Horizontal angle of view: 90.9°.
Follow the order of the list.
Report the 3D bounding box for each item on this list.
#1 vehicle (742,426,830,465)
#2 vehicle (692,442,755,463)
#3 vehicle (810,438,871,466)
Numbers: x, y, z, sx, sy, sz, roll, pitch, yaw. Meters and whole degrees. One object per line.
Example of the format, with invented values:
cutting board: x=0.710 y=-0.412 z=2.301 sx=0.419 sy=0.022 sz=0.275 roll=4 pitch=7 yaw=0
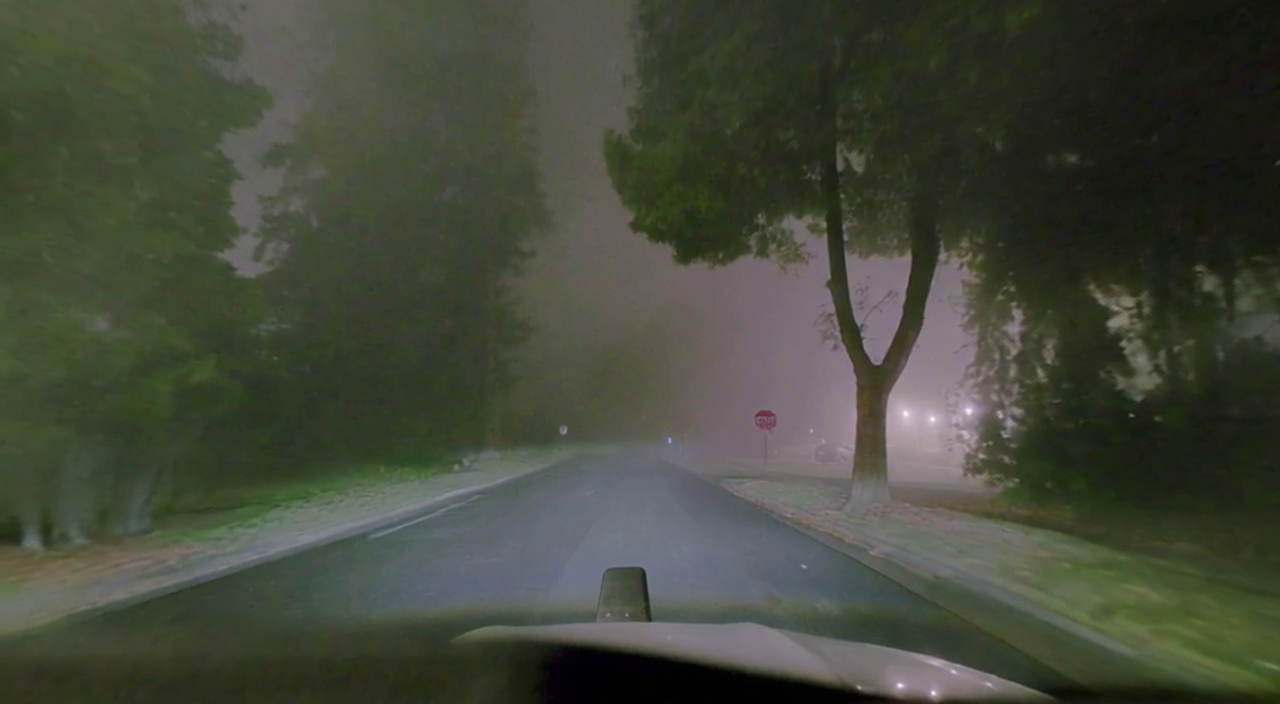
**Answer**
vehicle: x=9.798 y=6.268 z=42.560 sx=5.239 sy=1.933 sz=2.131 roll=-5 pitch=-3 yaw=-3
vehicle: x=5.928 y=7.216 z=45.223 sx=4.229 sy=1.402 sz=1.811 roll=0 pitch=-8 yaw=0
vehicle: x=11.656 y=5.745 z=36.396 sx=2.004 sy=1.511 sz=4.494 roll=-6 pitch=-10 yaw=35
